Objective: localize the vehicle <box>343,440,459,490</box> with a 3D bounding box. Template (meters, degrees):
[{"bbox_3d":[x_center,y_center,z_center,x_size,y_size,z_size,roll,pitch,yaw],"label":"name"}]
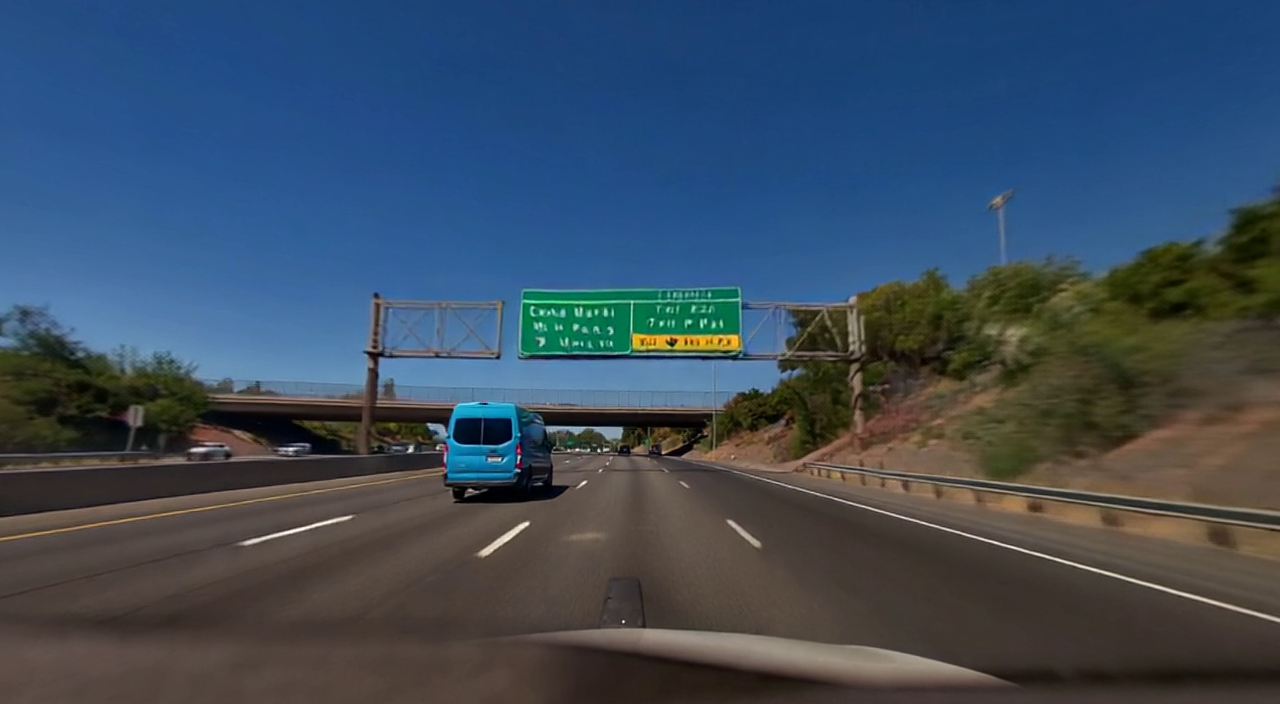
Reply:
[{"bbox_3d":[-7.928,3.779,21.393,1.987,1.490,4.781,0,-9,1],"label":"vehicle"}]

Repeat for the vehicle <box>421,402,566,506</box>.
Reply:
[{"bbox_3d":[-3.491,2.608,16.335,2.372,2.248,5.393,0,-9,1],"label":"vehicle"}]
